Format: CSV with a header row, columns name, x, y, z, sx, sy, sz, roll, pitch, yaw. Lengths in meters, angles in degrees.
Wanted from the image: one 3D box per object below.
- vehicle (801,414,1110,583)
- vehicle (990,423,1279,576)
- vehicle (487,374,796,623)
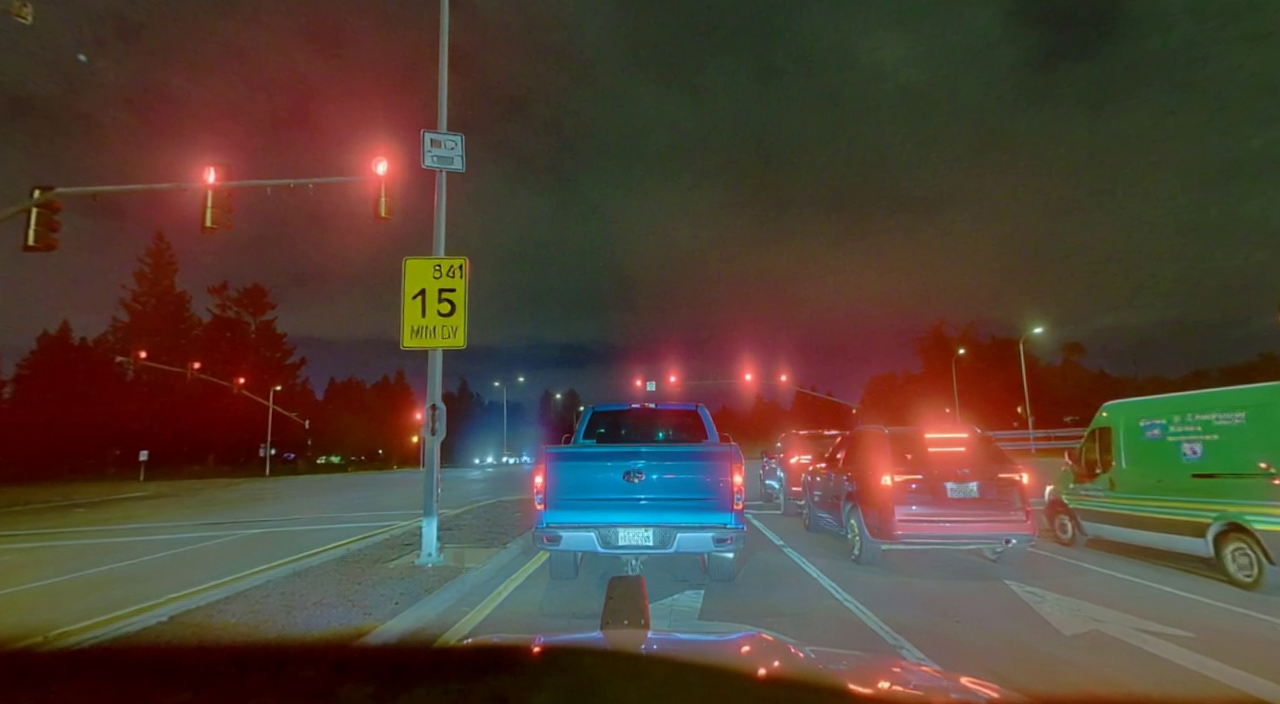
name,x,y,z,sx,sy,sz,roll,pitch,yaw
vehicle,3.577,1.719,8.187,1.981,1.616,4.006,0,-8,1
vehicle,6.829,1.740,8.281,1.973,1.470,4.228,0,-8,0
vehicle,0.037,1.469,7.327,2.326,1.880,4.964,0,-8,1
